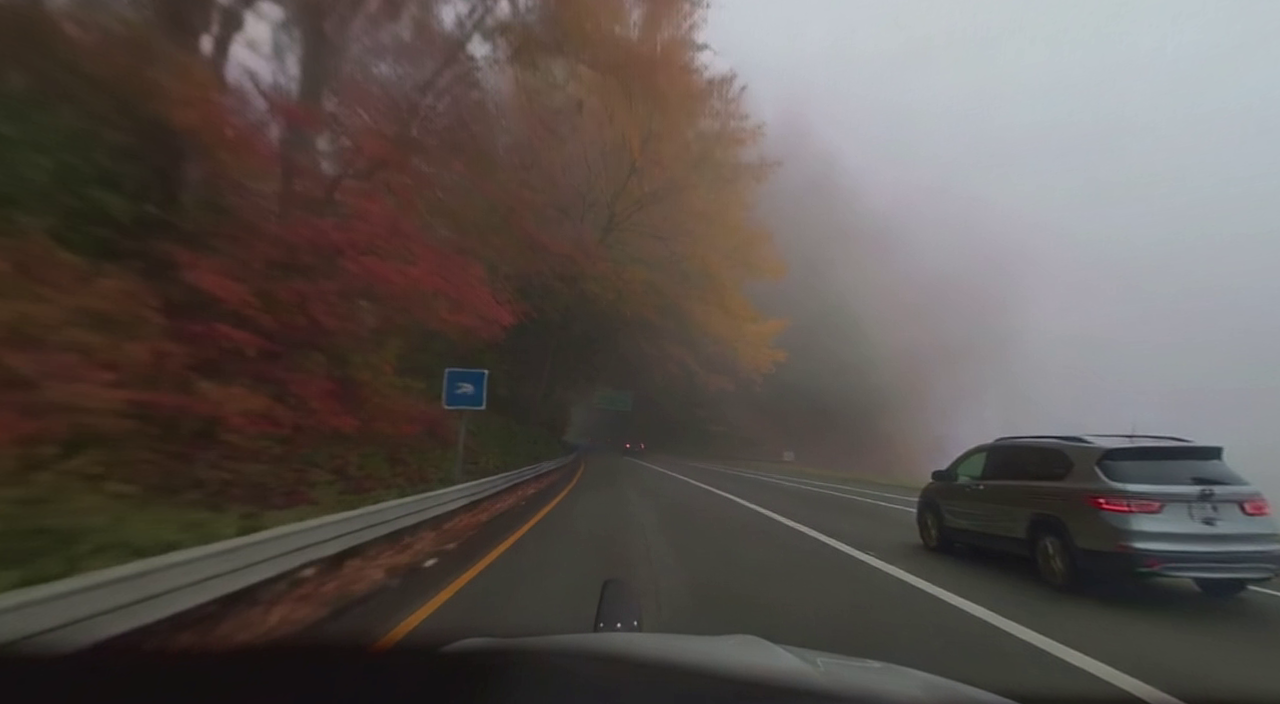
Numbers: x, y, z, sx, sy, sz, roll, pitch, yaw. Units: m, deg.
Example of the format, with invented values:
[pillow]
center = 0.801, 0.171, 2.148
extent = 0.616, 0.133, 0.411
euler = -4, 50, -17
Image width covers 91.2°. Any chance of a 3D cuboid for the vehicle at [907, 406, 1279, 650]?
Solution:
[vehicle]
center = 4.520, 1.430, 6.084
extent = 1.952, 1.536, 4.036
euler = 0, -9, -1
